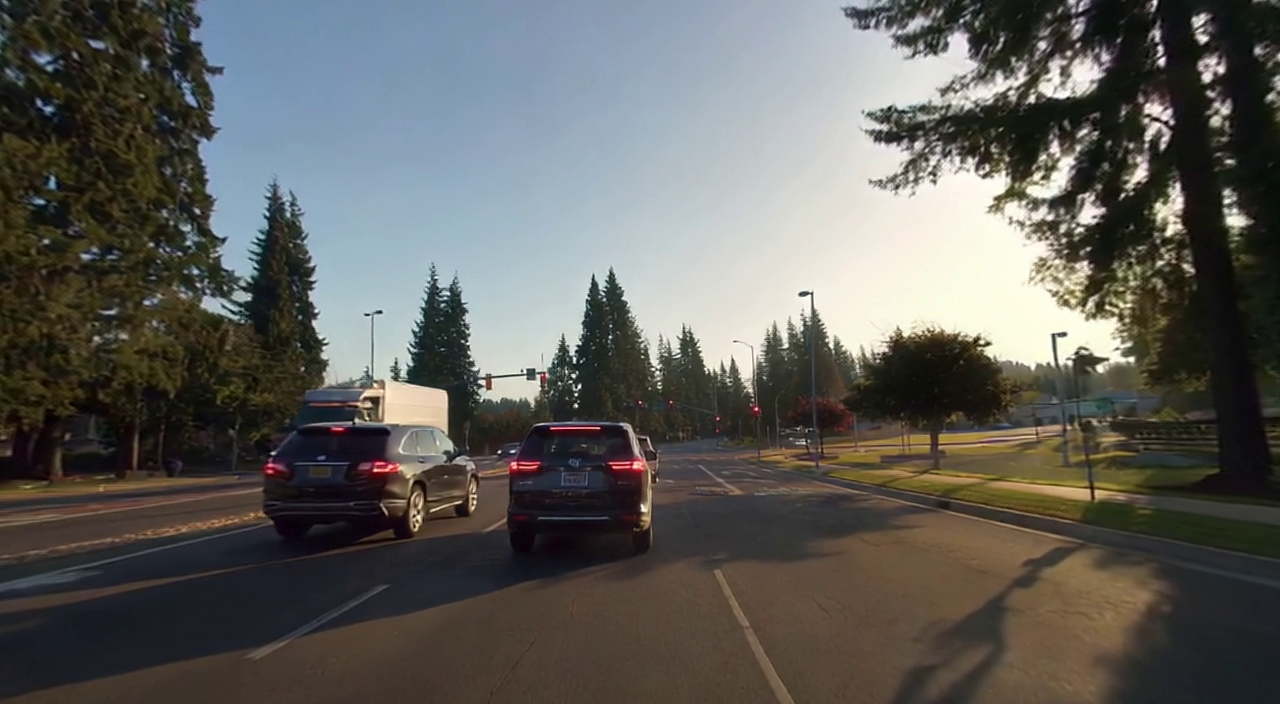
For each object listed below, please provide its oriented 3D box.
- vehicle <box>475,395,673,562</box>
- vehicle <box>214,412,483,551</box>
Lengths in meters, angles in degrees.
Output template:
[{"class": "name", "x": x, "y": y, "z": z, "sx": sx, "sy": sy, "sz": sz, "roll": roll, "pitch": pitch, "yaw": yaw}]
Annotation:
[{"class": "vehicle", "x": -0.654, "y": 1.727, "z": 9.411, "sx": 2.131, "sy": 1.793, "sz": 5.016, "roll": 0, "pitch": -8, "yaw": 1}, {"class": "vehicle", "x": -4.112, "y": 1.896, "z": 9.962, "sx": 2.009, "sy": 1.673, "sz": 4.454, "roll": 0, "pitch": -8, "yaw": 2}]
